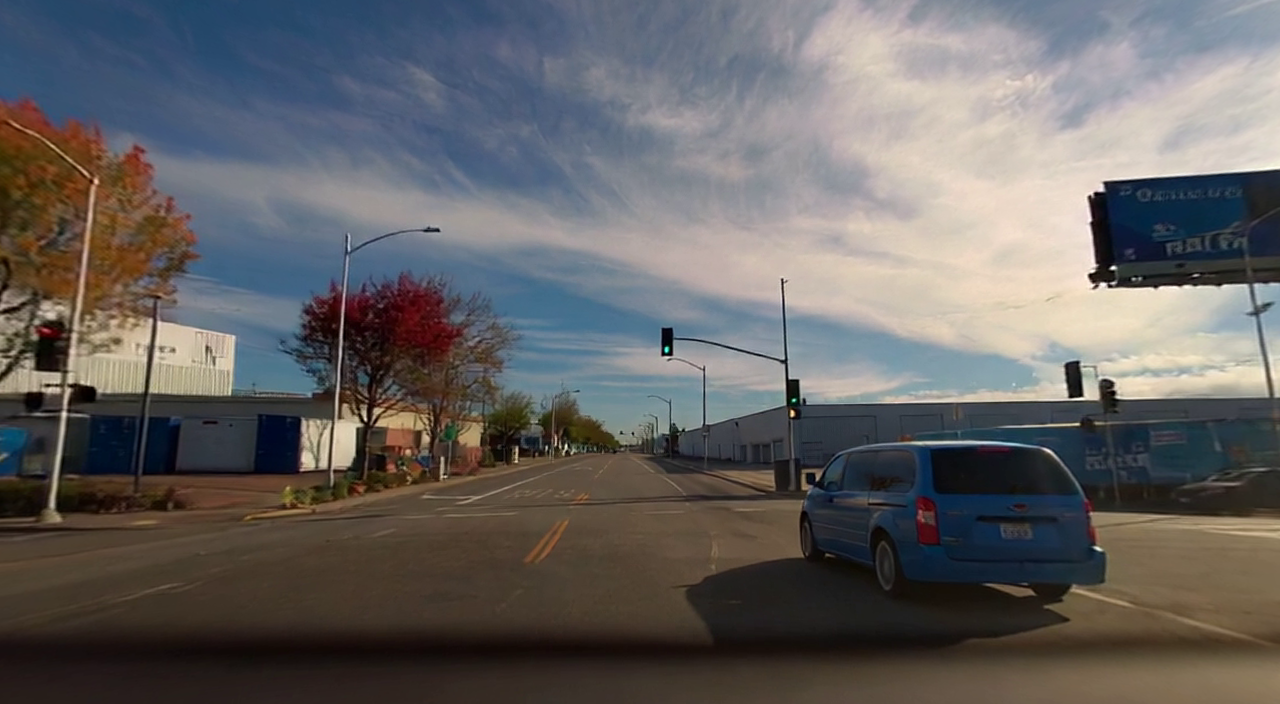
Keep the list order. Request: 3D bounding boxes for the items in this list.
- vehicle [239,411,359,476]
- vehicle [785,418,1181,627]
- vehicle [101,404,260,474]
[{"bbox_3d":[-21.043,5.678,39.616,3.337,3.644,7.945,1,-7,-3],"label":"vehicle"},{"bbox_3d":[3.616,1.889,8.068,2.202,1.822,4.826,1,-9,-2],"label":"vehicle"},{"bbox_3d":[-27.856,5.431,38.990,2.943,3.741,9.094,1,-9,-1],"label":"vehicle"}]
